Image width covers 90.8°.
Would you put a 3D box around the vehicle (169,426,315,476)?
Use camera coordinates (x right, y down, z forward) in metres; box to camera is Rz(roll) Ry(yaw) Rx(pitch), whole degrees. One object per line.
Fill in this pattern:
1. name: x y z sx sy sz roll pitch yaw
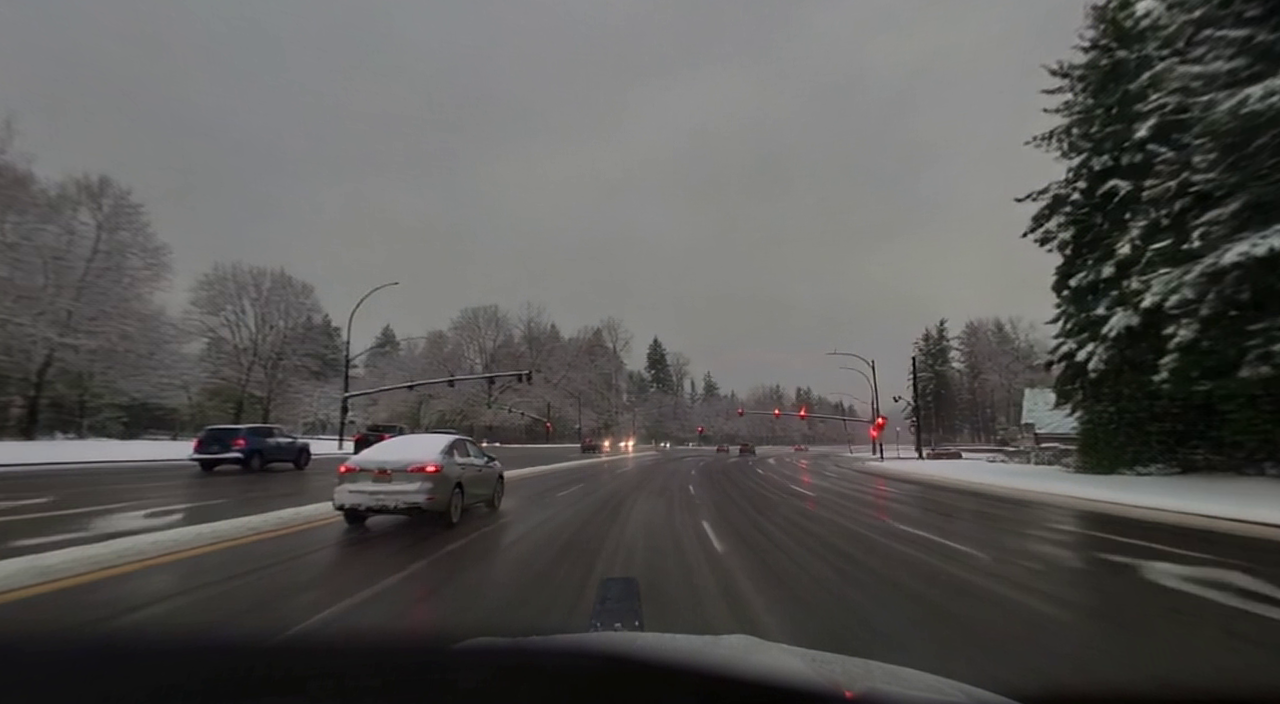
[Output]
1. vehicle: -13.146 3.312 21.251 1.984 1.488 4.258 -1 -9 3

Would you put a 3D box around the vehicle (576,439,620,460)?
1. vehicle: -3.142 7.503 48.514 2.080 1.495 5.242 -2 -9 12

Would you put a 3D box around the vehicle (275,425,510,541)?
1. vehicle: -3.600 1.988 10.202 1.934 1.463 4.220 0 -9 2
